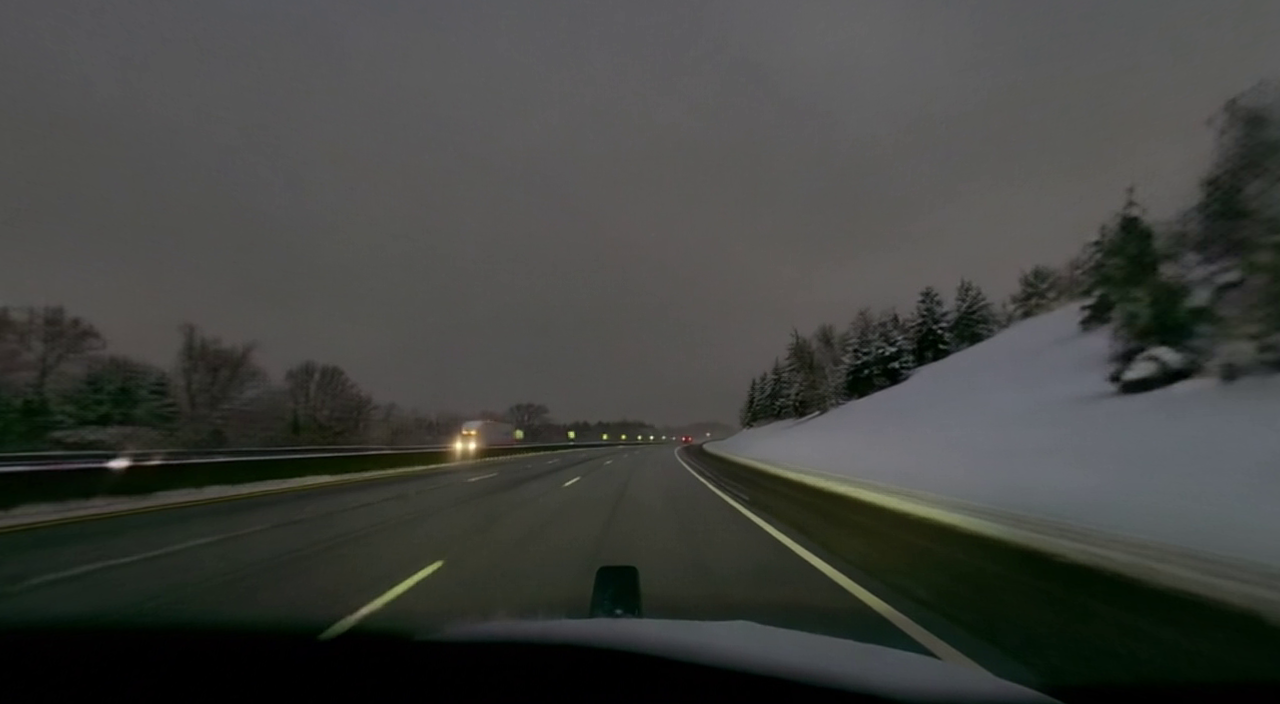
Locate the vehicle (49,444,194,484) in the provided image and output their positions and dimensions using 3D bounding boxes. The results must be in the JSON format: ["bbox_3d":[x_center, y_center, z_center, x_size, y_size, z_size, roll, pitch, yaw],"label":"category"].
[{"bbox_3d":[-21.695,4.663,26.682,1.944,1.514,4.841,0,-8,2],"label":"vehicle"}]
